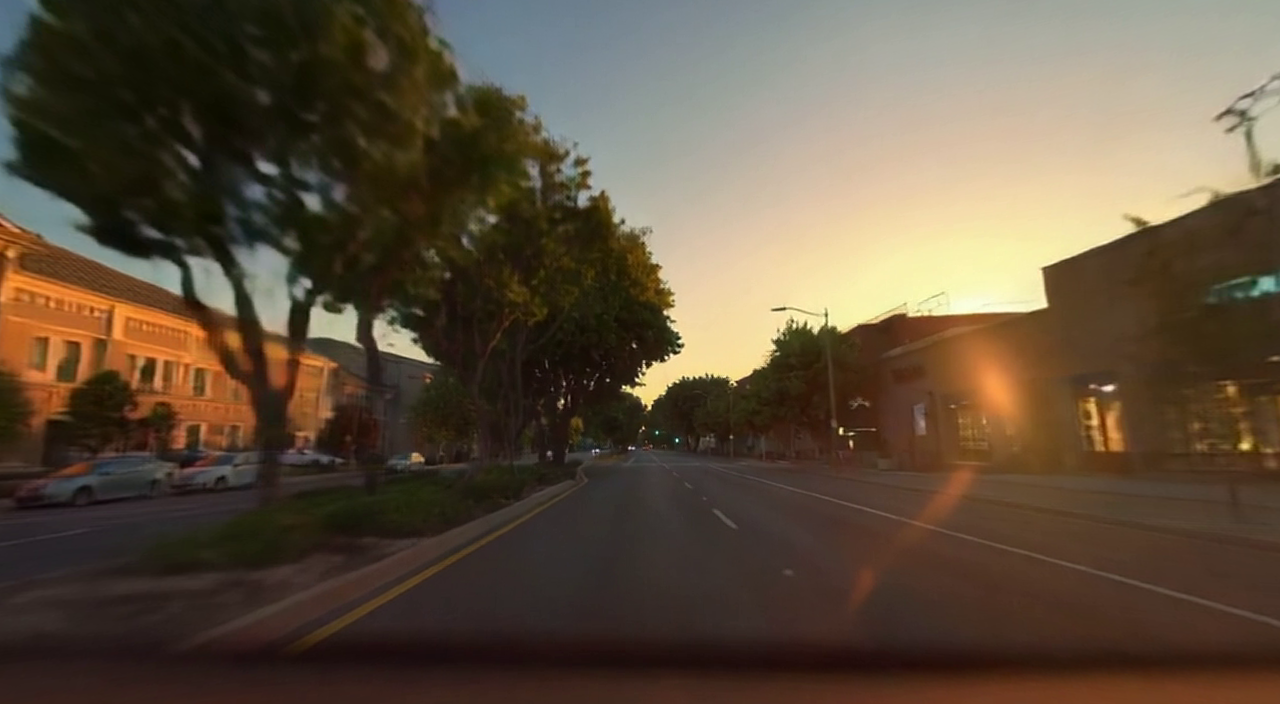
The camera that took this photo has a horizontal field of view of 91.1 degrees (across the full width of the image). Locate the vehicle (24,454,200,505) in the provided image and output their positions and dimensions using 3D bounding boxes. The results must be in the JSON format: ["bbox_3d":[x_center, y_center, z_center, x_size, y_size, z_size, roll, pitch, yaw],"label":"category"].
[{"bbox_3d":[-18.873,4.526,22.819,2.034,1.562,4.828,0,-9,3],"label":"vehicle"}]

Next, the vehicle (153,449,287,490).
[{"bbox_3d":[-18.775,5.246,28.515,2.177,1.656,5.516,0,-9,2],"label":"vehicle"}]

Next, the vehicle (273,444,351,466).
[{"bbox_3d":[-25.737,8.063,49.362,4.946,1.656,2.016,1,-9,-4],"label":"vehicle"}]
